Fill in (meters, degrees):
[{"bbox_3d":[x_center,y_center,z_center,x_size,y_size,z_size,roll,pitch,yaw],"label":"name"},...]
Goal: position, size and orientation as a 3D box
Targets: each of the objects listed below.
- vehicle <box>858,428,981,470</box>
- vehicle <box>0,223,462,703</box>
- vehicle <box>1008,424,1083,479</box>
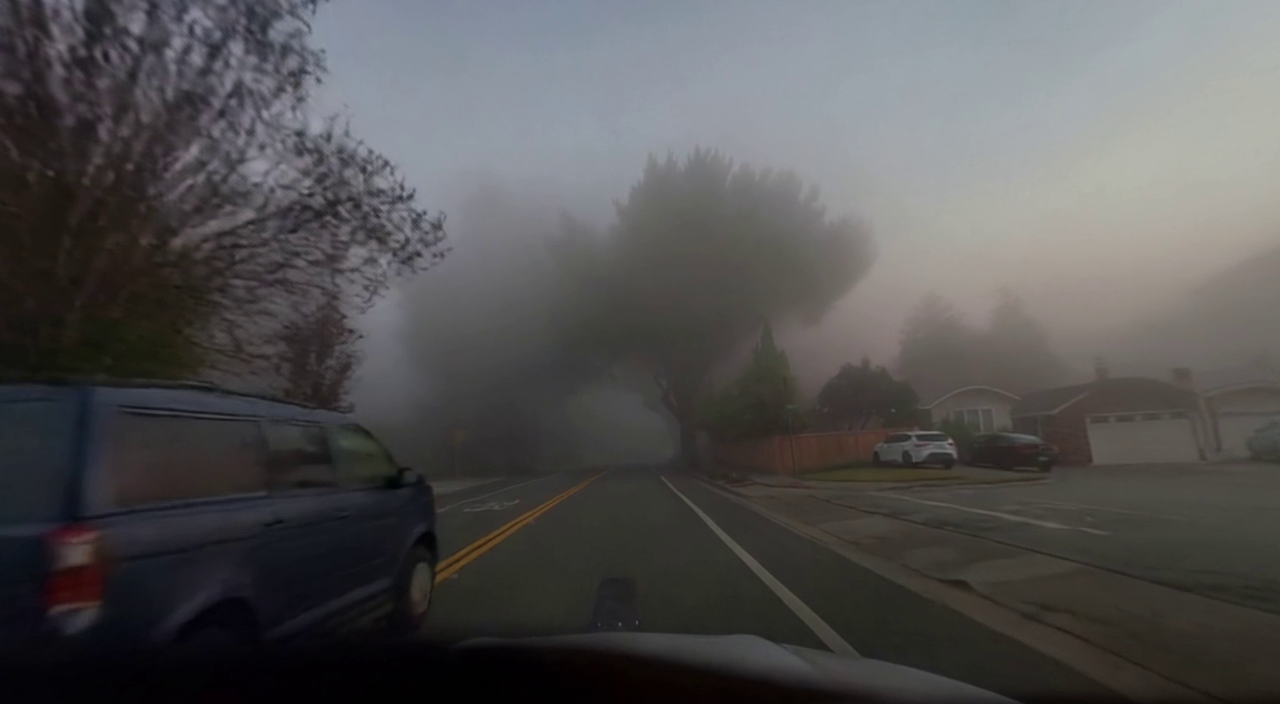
[{"bbox_3d":[9.436,3.355,21.839,1.922,1.263,4.664,0,-9,-3],"label":"vehicle"},{"bbox_3d":[-2.958,0.961,4.042,2.210,2.023,4.663,0,-9,0],"label":"vehicle"},{"bbox_3d":[13.864,3.409,21.763,1.860,1.697,4.292,-5,-10,30],"label":"vehicle"}]
